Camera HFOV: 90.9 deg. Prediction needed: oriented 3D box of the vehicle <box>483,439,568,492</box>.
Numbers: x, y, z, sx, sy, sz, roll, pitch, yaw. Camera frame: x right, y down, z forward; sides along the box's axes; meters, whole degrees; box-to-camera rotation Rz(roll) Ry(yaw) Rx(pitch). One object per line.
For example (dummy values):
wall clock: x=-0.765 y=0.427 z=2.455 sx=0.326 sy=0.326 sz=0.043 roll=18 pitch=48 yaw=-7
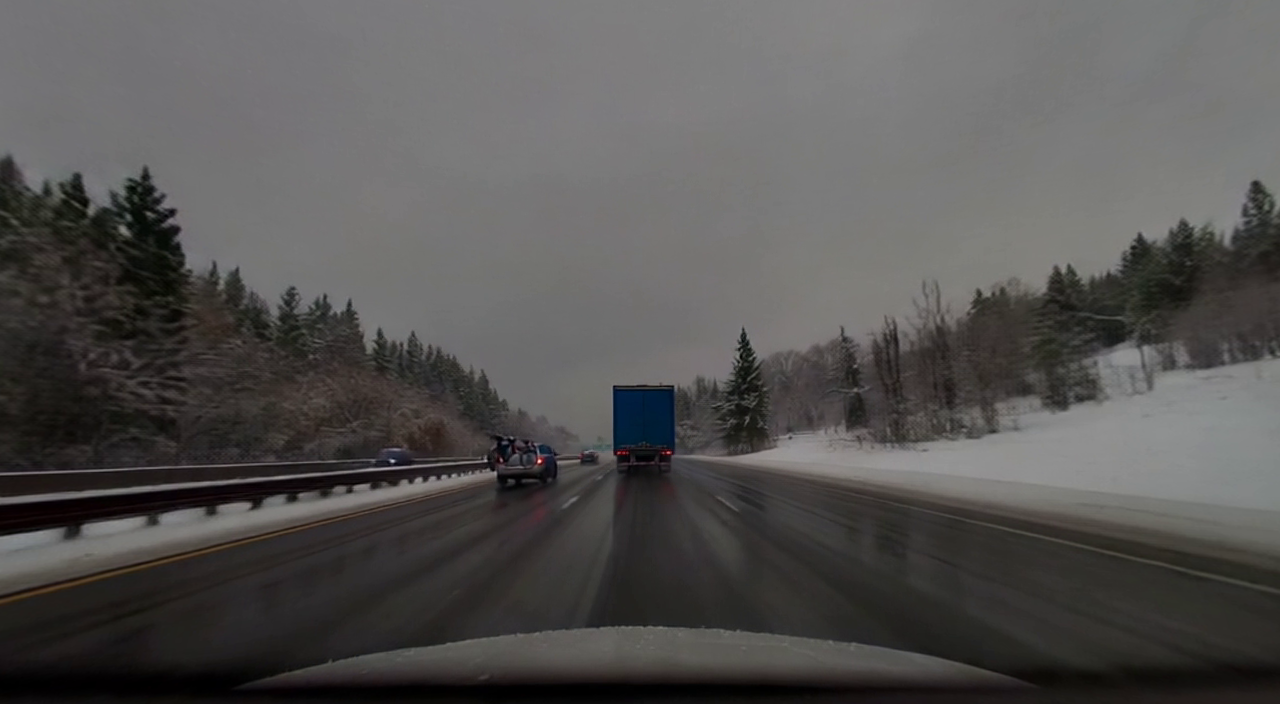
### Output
vehicle: x=-3.878 y=3.950 z=22.262 sx=2.018 sy=1.632 sz=4.722 roll=0 pitch=-9 yaw=1

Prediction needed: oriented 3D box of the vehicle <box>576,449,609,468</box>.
vehicle: x=-3.692 y=8.429 z=49.972 sx=2.133 sy=1.358 sz=4.870 roll=0 pitch=-9 yaw=2

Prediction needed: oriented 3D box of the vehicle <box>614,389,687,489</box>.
vehicle: x=0.493 y=4.110 z=29.288 sx=2.821 sy=3.878 sz=8.925 roll=0 pitch=-9 yaw=1
